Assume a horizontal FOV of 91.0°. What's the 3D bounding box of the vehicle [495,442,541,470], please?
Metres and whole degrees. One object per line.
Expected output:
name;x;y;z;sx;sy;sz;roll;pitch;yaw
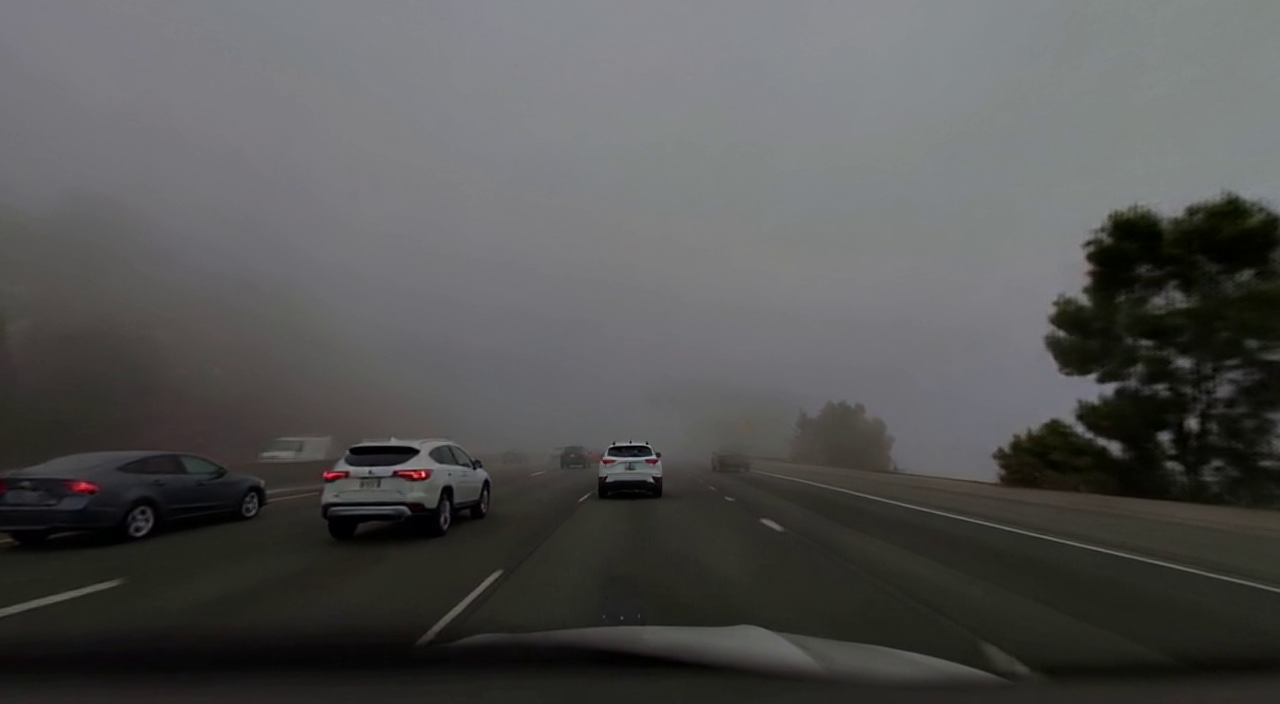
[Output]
vehicle;-7.402;6.335;38.596;1.931;1.617;4.060;0;-8;0

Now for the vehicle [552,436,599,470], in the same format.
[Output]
vehicle;-3.604;5.722;35.922;2.142;1.808;4.266;0;-8;1

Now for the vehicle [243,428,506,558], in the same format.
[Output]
vehicle;-3.561;1.968;9.556;2.011;1.498;4.341;0;-8;1

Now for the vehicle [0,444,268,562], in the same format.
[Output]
vehicle;-7.938;2.118;9.628;1.948;1.391;4.111;0;-8;1

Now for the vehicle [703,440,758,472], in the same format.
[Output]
vehicle;4.522;5.254;32.023;2.006;1.474;4.669;0;-9;-1

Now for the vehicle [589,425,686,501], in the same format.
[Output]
vehicle;-0.056;2.859;16.594;2.223;1.722;4.177;0;-8;0
